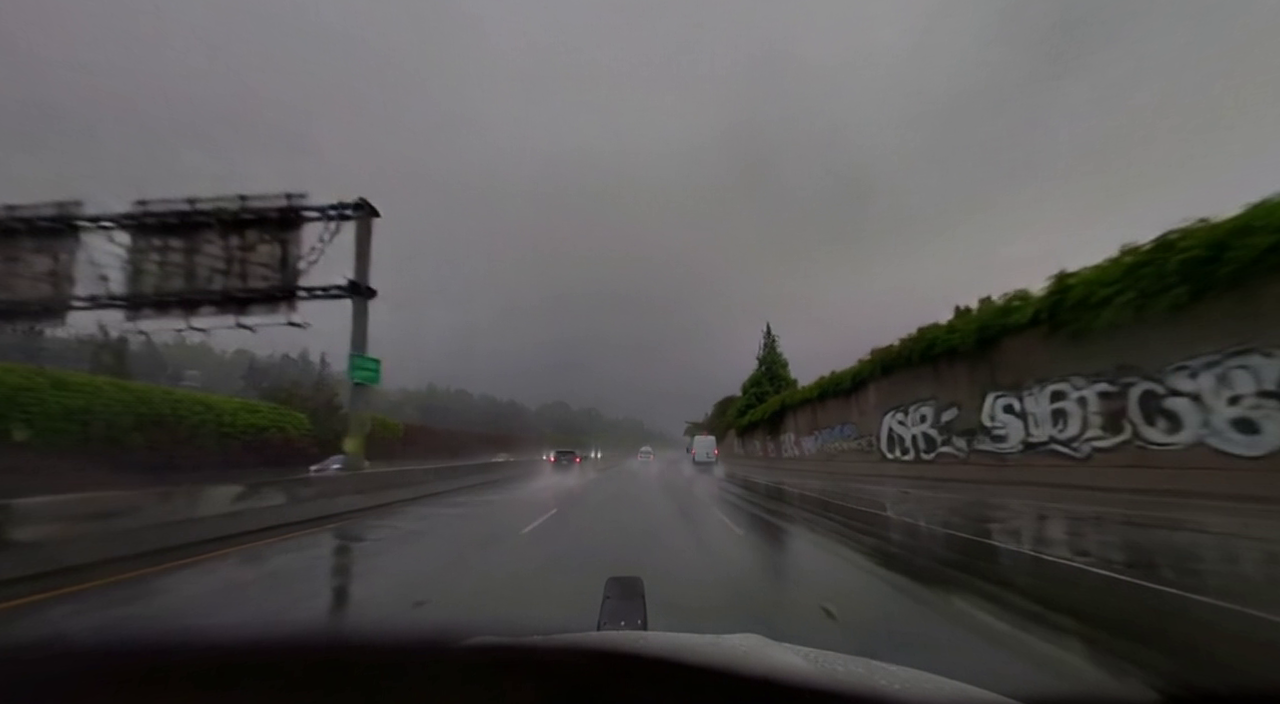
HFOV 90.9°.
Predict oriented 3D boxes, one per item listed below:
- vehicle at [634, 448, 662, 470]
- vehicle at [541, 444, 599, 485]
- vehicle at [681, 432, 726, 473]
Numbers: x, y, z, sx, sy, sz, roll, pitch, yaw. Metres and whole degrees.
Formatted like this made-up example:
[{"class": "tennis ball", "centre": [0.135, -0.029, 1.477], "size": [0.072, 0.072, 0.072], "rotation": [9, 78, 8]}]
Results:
[{"class": "vehicle", "centre": [0.607, 8.189, 48.344], "size": [2.108, 1.663, 3.159], "rotation": [0, -9, 1]}, {"class": "vehicle", "centre": [-2.945, 4.874, 27.487], "size": [1.964, 1.618, 4.489], "rotation": [0, -9, 1]}, {"class": "vehicle", "centre": [4.327, 6.985, 43.894], "size": [2.469, 2.591, 5.653], "rotation": [0, -9, 0]}]
